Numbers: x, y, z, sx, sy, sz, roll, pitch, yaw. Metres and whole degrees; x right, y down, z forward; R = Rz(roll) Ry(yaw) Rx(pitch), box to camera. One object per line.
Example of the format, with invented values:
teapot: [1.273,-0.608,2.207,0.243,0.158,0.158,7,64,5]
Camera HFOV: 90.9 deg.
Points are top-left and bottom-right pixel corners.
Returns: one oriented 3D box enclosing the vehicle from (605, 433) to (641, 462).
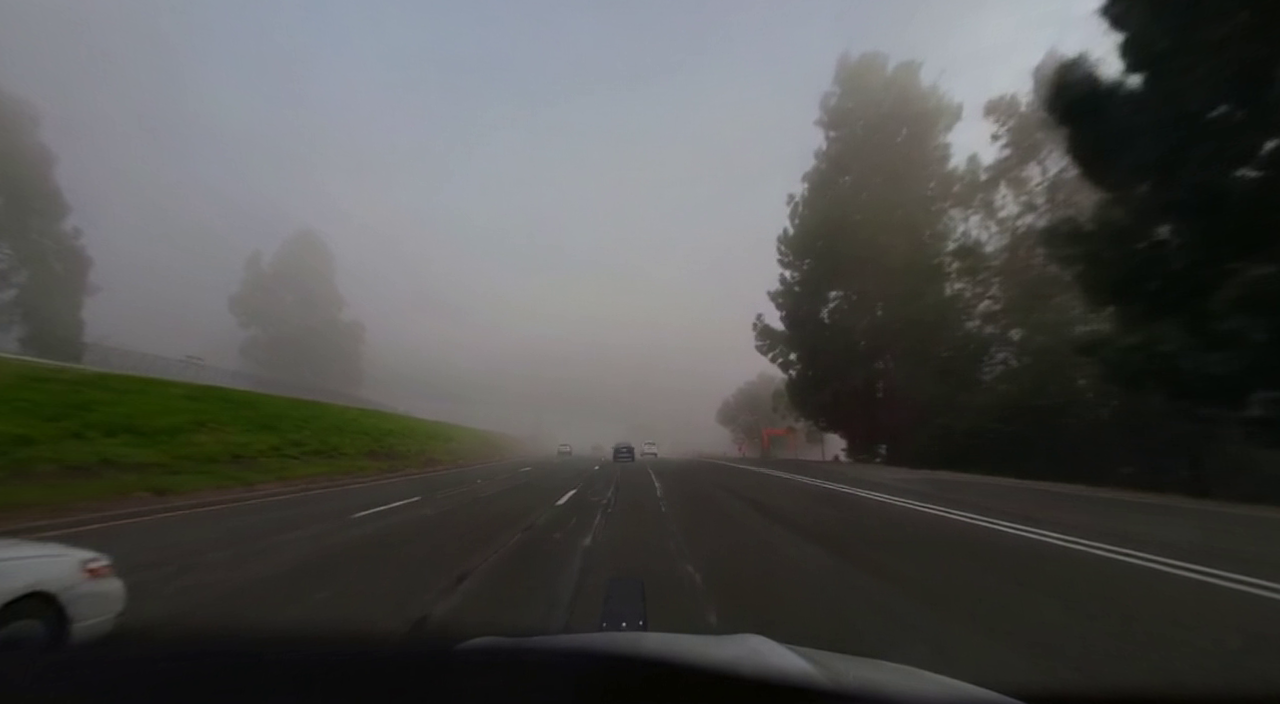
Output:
vehicle: [-1.231,6.470,42.995,2.328,1.805,4.502,0,-8,-3]
